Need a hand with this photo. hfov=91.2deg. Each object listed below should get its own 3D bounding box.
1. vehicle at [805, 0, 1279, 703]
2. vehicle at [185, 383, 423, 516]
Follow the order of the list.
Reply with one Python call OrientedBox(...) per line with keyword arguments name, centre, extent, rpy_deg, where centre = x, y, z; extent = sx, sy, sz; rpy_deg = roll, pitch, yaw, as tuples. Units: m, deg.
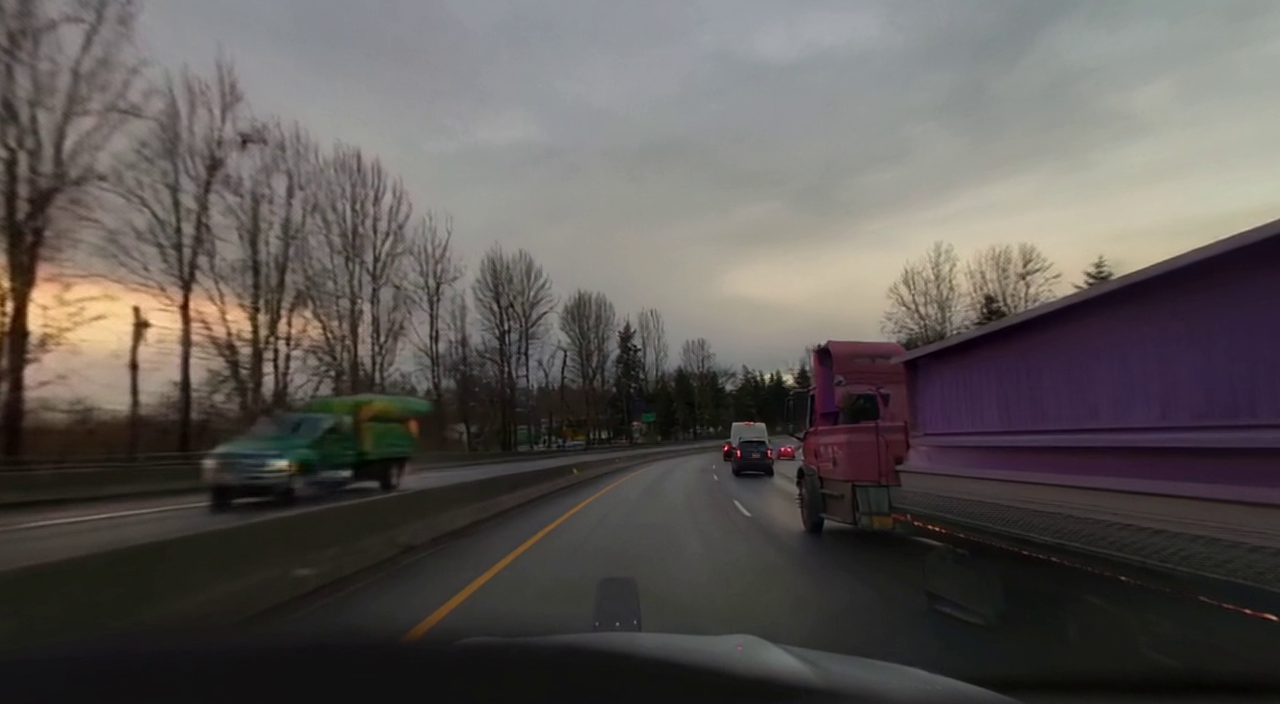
OrientedBox(name="vehicle", centre=(3.893, 0.128, 1.647), extent=(2.916, 3.563, 14.462), rpy_deg=(-1, -9, 0))
OrientedBox(name="vehicle", centre=(-8.250, 2.541, 16.456), extent=(2.492, 2.808, 5.904), rpy_deg=(-2, -9, 6))
